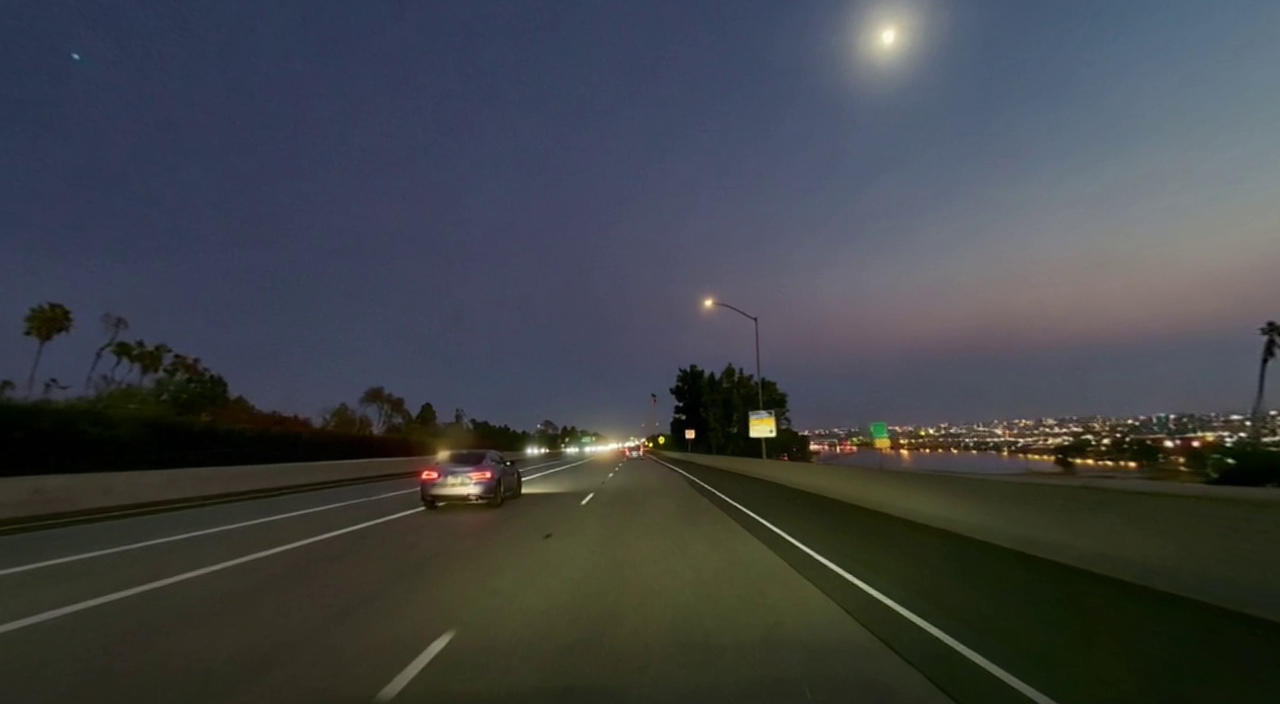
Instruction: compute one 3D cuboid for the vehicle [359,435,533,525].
[{"bbox_3d":[-3.833,2.599,13.483,2.092,1.562,4.748,0,-8,2],"label":"vehicle"}]
